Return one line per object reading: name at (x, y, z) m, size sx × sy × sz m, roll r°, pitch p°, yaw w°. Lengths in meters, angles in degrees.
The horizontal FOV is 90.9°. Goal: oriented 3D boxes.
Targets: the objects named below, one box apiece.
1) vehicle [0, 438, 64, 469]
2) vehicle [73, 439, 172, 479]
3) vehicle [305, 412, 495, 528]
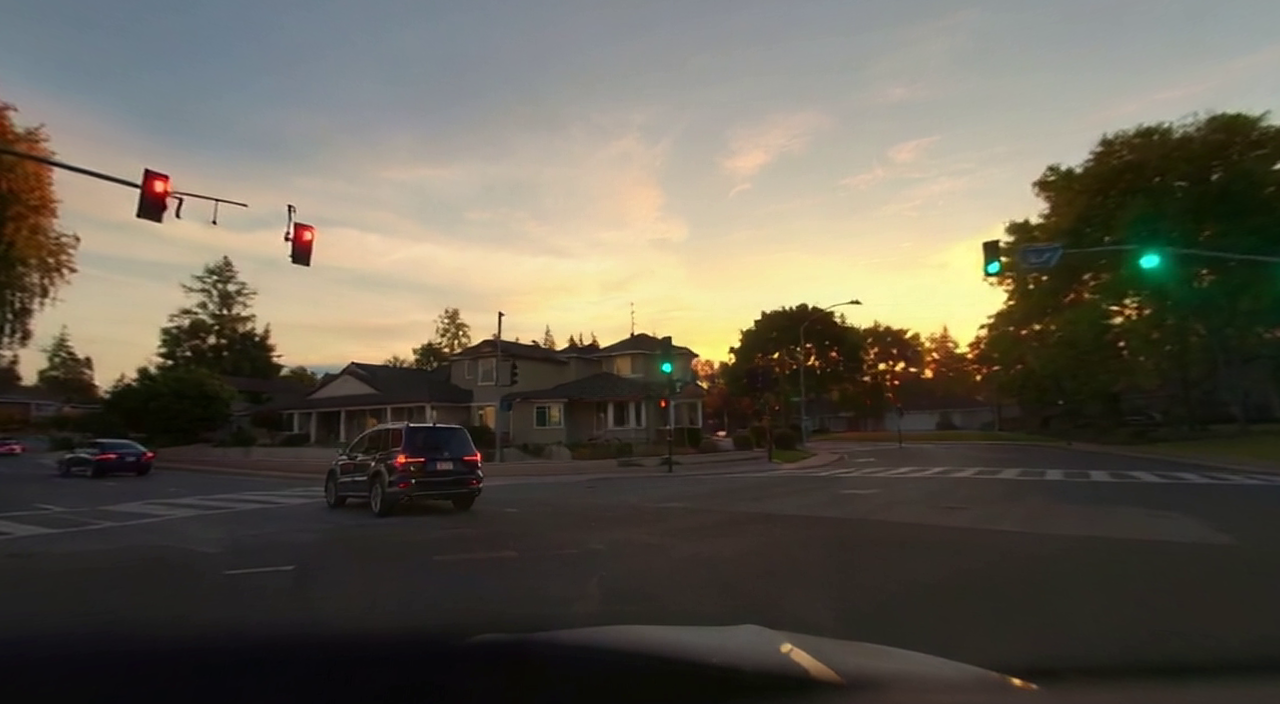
vehicle at (-32.578, 5.367, 33.602) m, size 3.759 × 1.520 × 1.854 m, roll -6°, pitch -9°, yaw 35°
vehicle at (-20.979, 4.275, 25.497) m, size 4.558 × 1.433 × 1.983 m, roll -6°, pitch -9°, yaw 37°
vehicle at (-4.982, 2.215, 12.654) m, size 2.141 × 1.833 × 4.704 m, roll 5°, pitch -9°, yaw -38°
